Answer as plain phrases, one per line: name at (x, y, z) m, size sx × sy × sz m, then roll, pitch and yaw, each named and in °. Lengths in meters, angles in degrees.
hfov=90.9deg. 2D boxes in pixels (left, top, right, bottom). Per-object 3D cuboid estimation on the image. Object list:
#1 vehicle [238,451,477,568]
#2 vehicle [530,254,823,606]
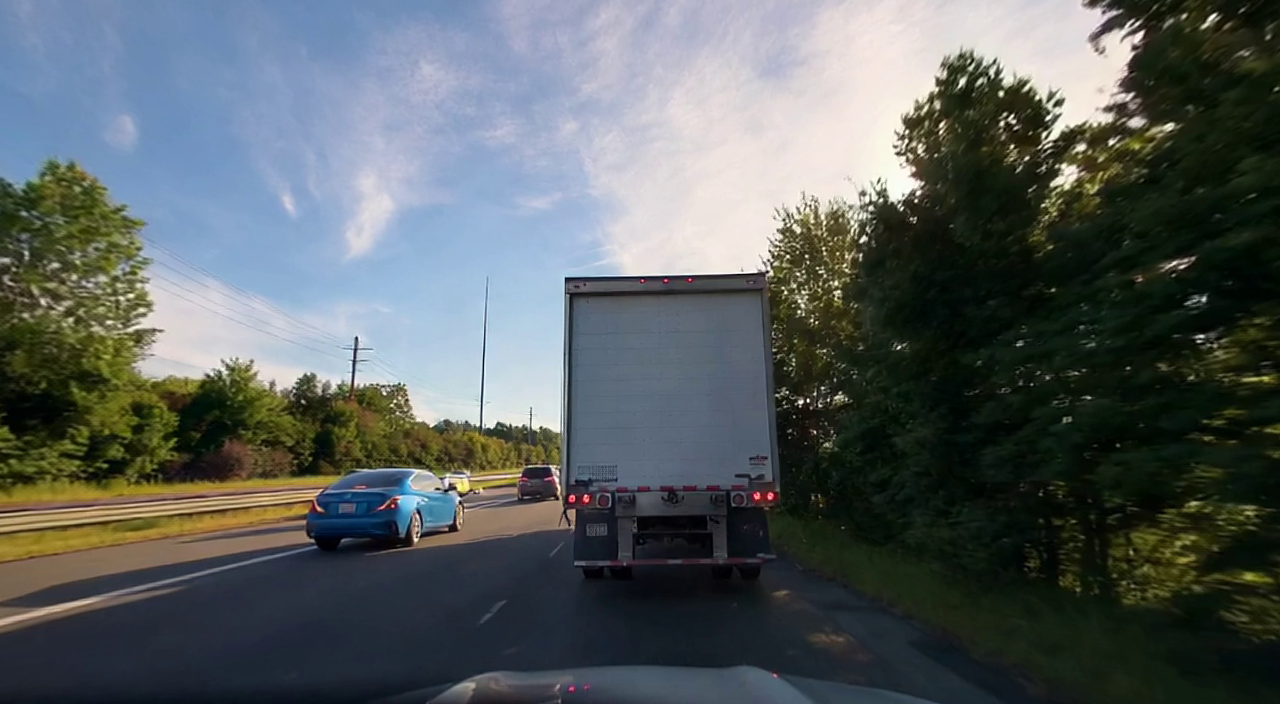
vehicle at (-4.258, 2.467, 10.472) m, size 1.891 × 1.469 × 4.431 m, roll 1°, pitch -11°, yaw 0°
vehicle at (0.543, 1.492, 10.685) m, size 2.831 × 3.529 × 8.689 m, roll 0°, pitch -11°, yaw 3°
